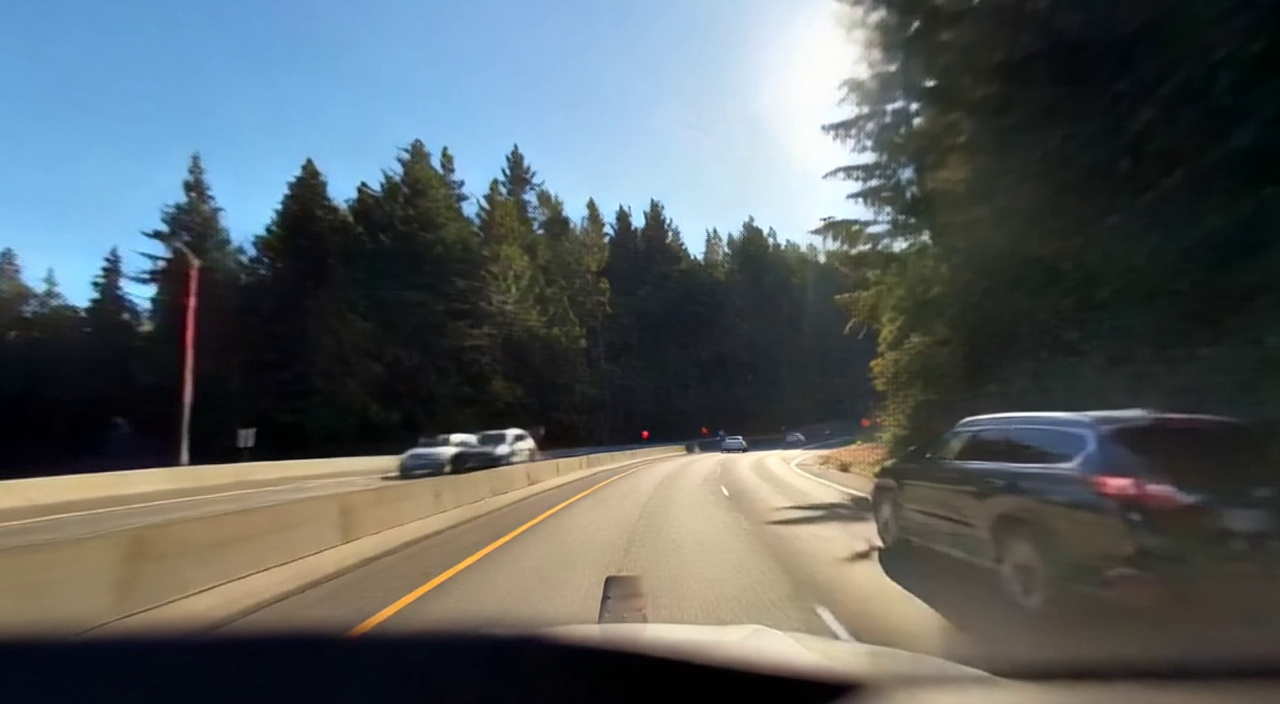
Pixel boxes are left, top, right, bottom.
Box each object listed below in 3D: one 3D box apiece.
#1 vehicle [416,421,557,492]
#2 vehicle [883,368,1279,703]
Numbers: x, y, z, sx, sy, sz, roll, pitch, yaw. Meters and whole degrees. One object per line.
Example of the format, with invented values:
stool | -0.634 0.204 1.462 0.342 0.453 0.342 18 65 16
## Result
vehicle | -3.931 2.799 17.167 2.295 1.648 4.689 -1 -8 5
vehicle | 3.961 1.242 5.333 2.112 1.708 4.380 0 -8 1
